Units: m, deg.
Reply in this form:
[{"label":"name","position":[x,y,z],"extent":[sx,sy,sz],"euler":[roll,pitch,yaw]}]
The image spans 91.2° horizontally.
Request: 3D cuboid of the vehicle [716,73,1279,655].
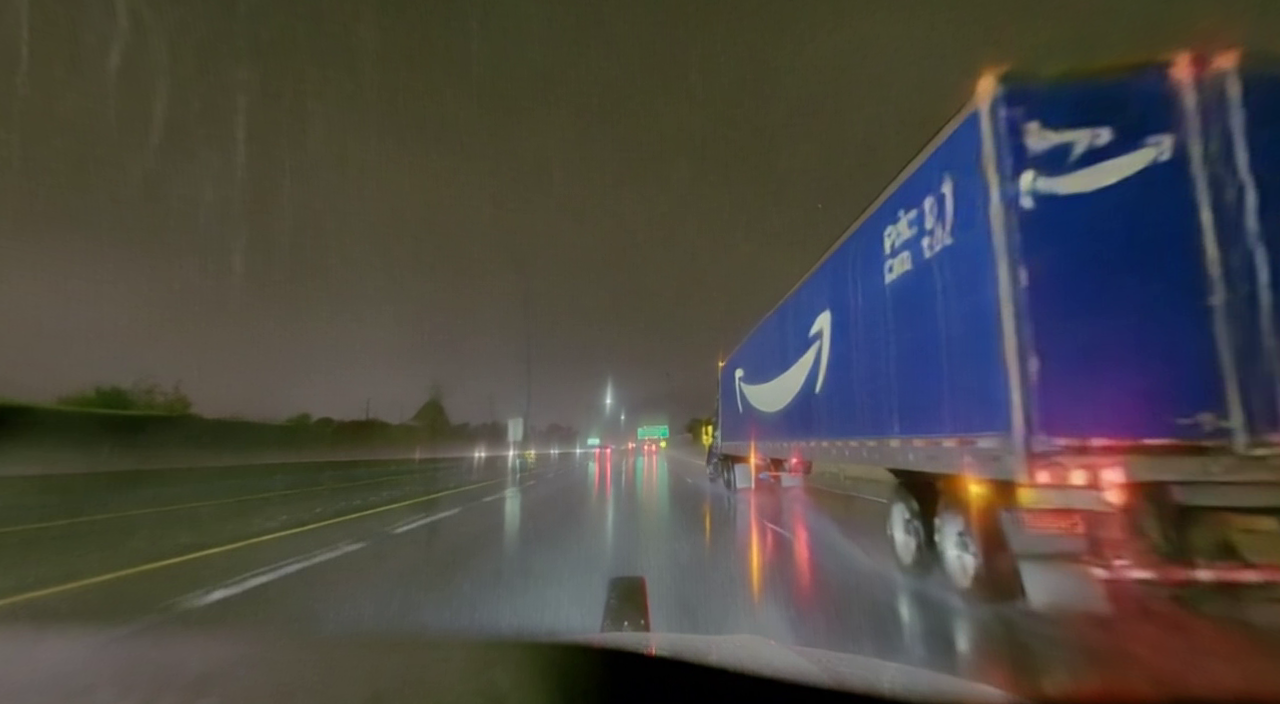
[{"label":"vehicle","position":[4.136,1.211,12.809],"extent":[2.928,4.021,17.190],"euler":[0,-8,0]}]
